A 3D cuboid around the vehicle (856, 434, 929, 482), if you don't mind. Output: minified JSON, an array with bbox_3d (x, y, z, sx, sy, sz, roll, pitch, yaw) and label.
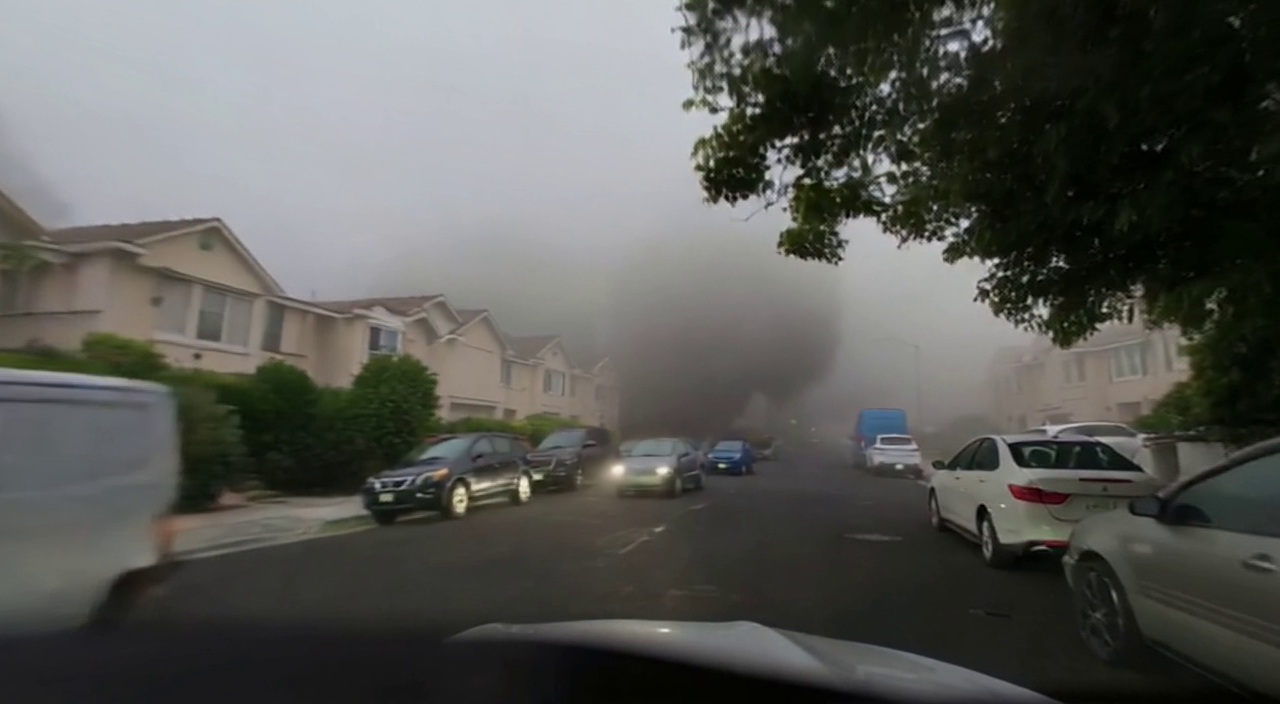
[{"bbox_3d":[8.702,3.624,22.071,1.955,1.500,4.410,-2,-8,17],"label":"vehicle"}]

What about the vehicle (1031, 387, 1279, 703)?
[{"bbox_3d":[3.114,0.837,1.780,2.008,1.507,4.226,-2,-8,12],"label":"vehicle"}]

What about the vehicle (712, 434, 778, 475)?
[{"bbox_3d":[4.408,4.153,25.913,1.889,1.505,3.849,-3,-8,21],"label":"vehicle"}]

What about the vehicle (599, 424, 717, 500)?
[{"bbox_3d":[0.637,2.765,16.353,1.959,1.670,4.255,-2,-8,17],"label":"vehicle"}]

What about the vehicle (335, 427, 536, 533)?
[{"bbox_3d":[-3.494,2.200,11.563,1.828,1.488,3.785,-3,-6,12],"label":"vehicle"}]
